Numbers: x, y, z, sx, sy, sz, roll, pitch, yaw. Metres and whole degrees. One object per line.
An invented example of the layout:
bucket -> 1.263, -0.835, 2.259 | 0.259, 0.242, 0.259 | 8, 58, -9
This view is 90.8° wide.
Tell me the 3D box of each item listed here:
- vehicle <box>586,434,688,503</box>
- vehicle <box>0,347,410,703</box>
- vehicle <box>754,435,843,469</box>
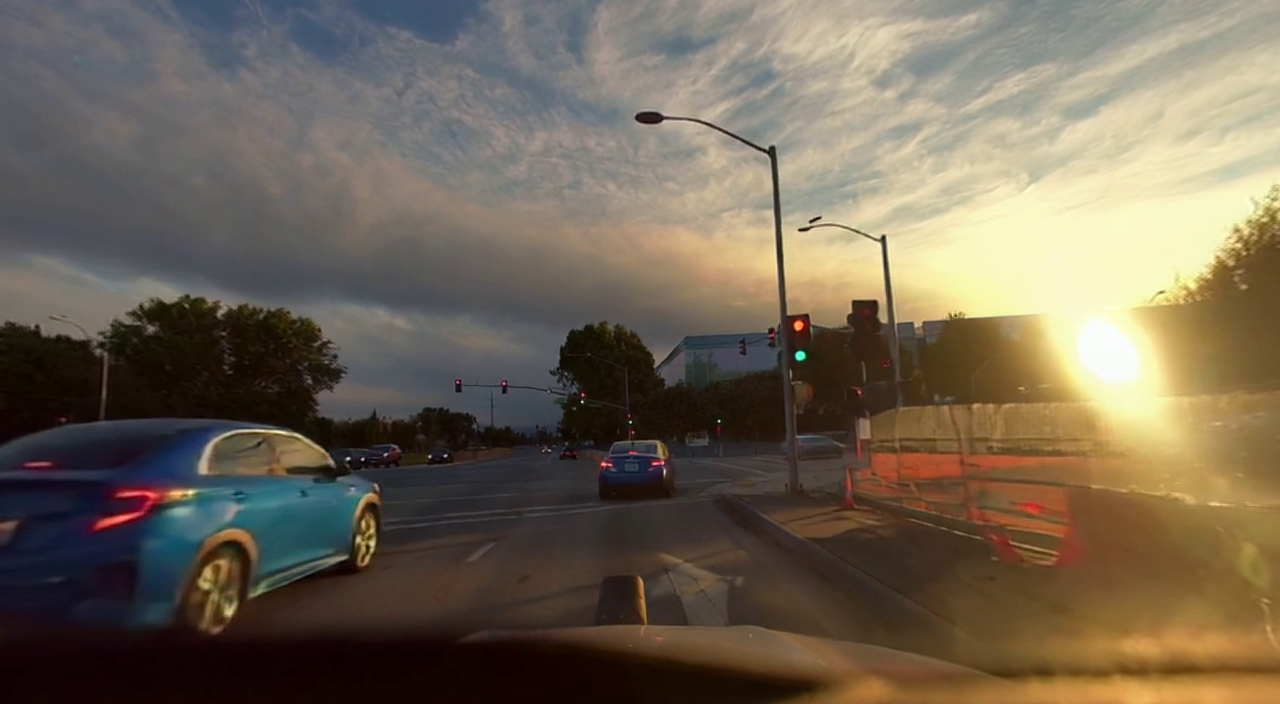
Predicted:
vehicle -> 0.080, 2.905, 16.142 | 2.183, 1.506, 4.286 | -1, -9, 5
vehicle -> -4.065, 1.267, 5.488 | 2.240, 1.844, 5.043 | 0, -9, 0
vehicle -> 7.617, 4.752, 30.175 | 4.467, 1.477, 1.873 | 7, -11, -41
